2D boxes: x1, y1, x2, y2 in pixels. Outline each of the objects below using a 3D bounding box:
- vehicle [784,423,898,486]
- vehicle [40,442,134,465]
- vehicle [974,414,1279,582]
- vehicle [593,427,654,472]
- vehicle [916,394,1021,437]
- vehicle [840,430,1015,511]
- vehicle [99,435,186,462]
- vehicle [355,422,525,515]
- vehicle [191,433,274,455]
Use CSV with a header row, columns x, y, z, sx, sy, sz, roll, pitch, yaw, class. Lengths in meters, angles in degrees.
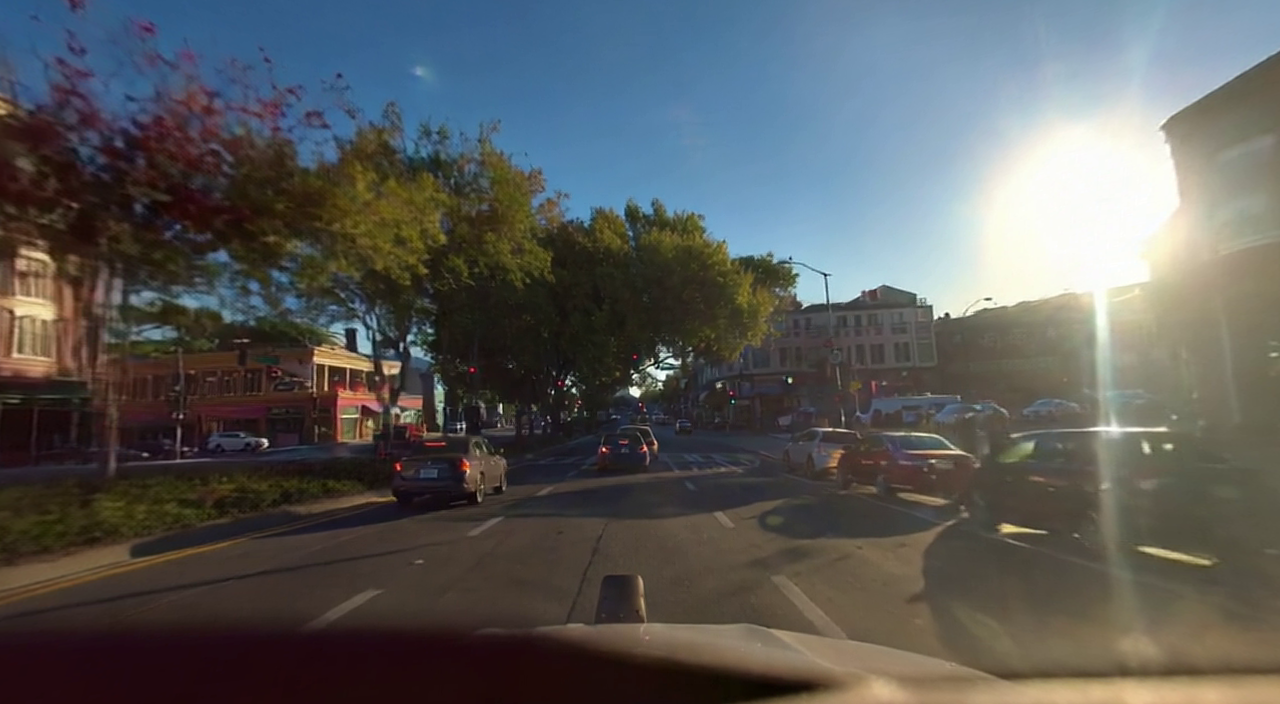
x,y,z,sx,sy,sz,roll,pitch,yaw,class
6.090,3.161,19.760,1.904,1.705,4.510,0,-8,-2,vehicle
-35.499,6.496,40.637,3.957,1.396,2.134,0,-9,0,vehicle
6.178,1.707,8.098,1.877,1.642,3.572,0,-8,2,vehicle
-0.544,3.621,23.581,2.082,1.520,3.896,0,-8,0,vehicle
21.520,4.213,41.519,5.756,2.653,2.403,2,-9,-12,vehicle
6.069,2.531,13.964,1.959,1.513,4.104,0,-8,1,vehicle
-34.993,6.822,44.477,4.698,1.833,1.887,-1,-8,7,vehicle
-3.731,2.270,12.767,1.934,1.522,4.464,0,-8,1,vehicle
-28.192,6.372,43.791,4.453,1.471,1.921,-1,-8,4,vehicle
